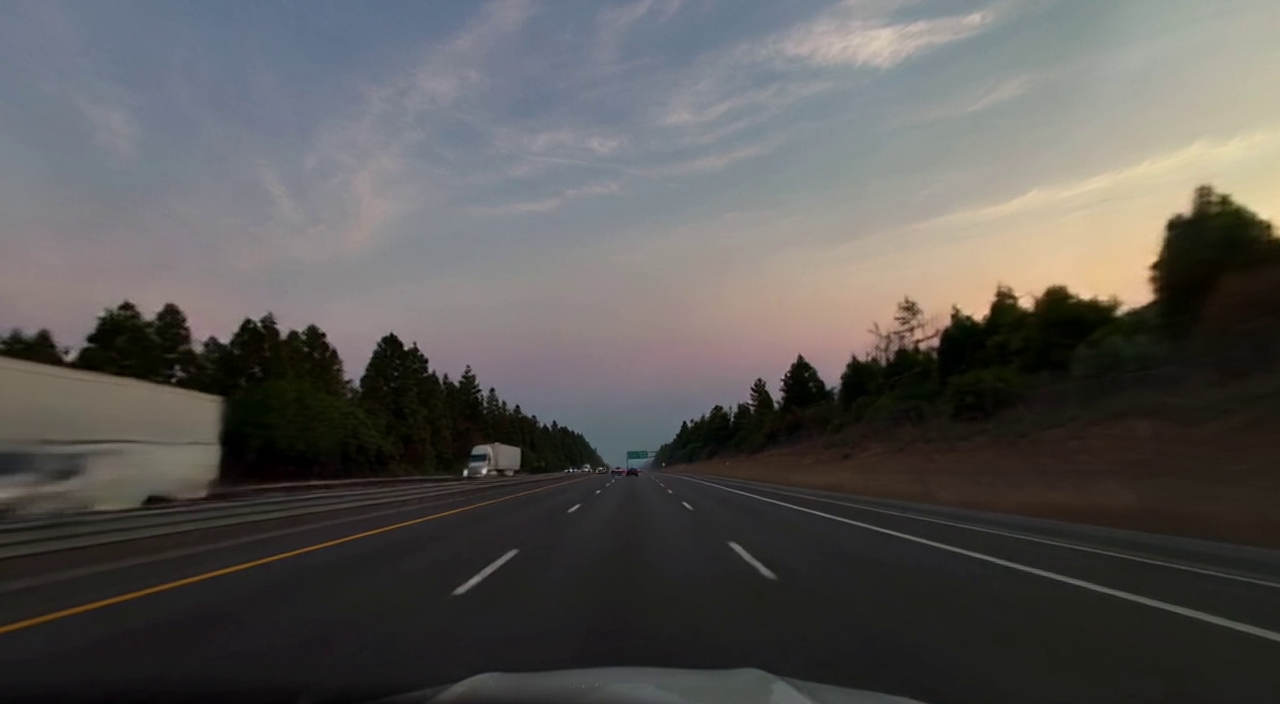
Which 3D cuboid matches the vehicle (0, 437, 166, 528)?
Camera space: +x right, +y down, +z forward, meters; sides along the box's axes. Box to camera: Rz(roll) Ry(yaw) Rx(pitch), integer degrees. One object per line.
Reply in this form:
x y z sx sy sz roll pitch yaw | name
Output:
-12.200 2.519 12.384 2.189 1.563 4.504 1 -10 0 | vehicle
